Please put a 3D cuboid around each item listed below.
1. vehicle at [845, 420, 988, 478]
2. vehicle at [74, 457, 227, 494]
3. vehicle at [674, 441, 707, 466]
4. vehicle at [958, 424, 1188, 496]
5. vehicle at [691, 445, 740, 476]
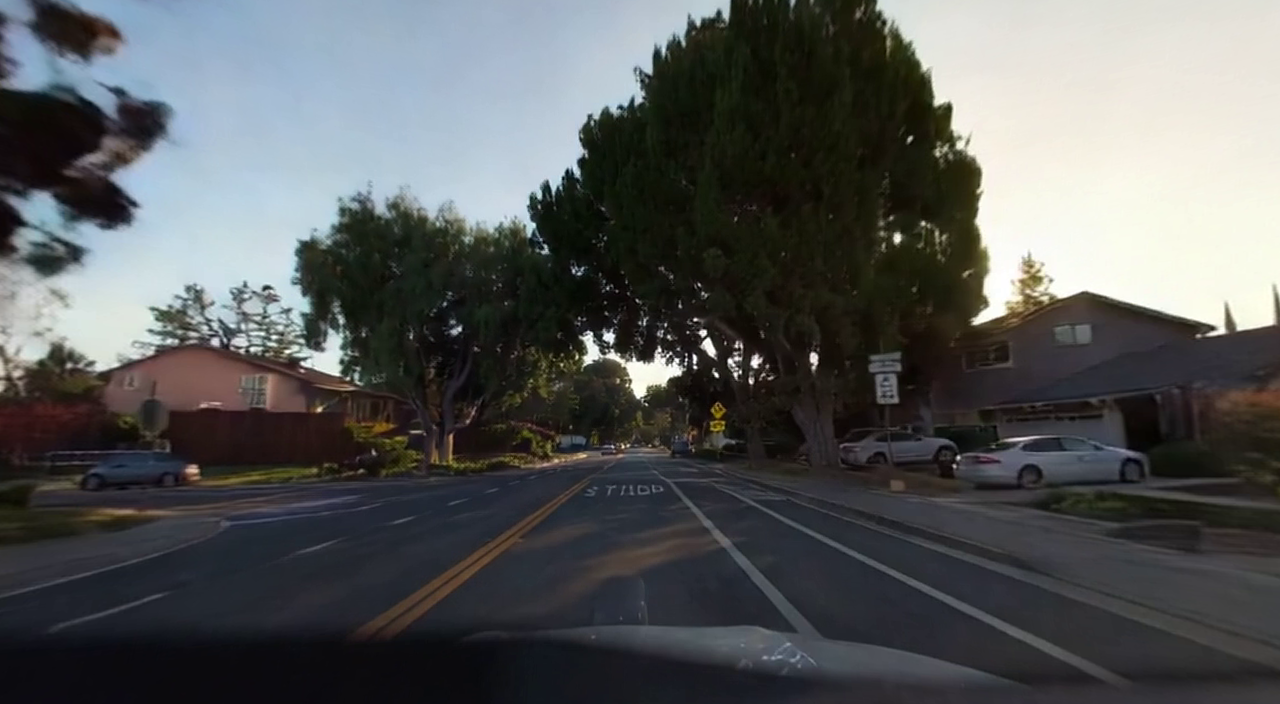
[{"bbox_3d":[10.893,3.851,25.203,4.459,1.696,2.361,-6,-8,-1],"label":"vehicle"},{"bbox_3d":[-21.647,5.474,28.101,5.074,1.511,1.978,0,-9,0],"label":"vehicle"},{"bbox_3d":[3.748,7.664,47.764,2.032,1.792,4.849,0,-9,-1],"label":"vehicle"},{"bbox_3d":[11.025,2.757,16.325,4.493,1.493,1.926,-3,-8,-3],"label":"vehicle"},{"bbox_3d":[3.851,5.592,32.772,1.940,1.470,4.101,0,-9,-1],"label":"vehicle"}]
